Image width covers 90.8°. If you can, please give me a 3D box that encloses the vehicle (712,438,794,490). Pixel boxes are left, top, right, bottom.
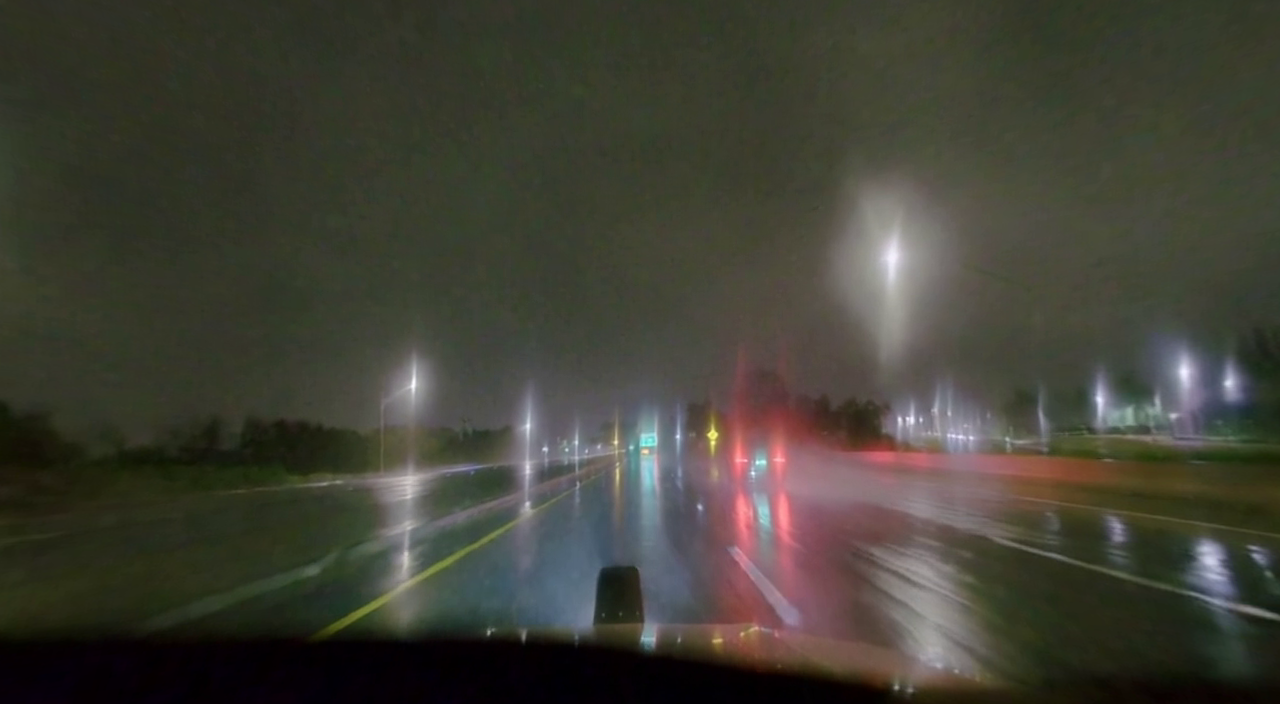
[{"bbox_3d":[3.556,3.622,20.688,1.874,1.506,4.116,0,-9,0],"label":"vehicle"}]
